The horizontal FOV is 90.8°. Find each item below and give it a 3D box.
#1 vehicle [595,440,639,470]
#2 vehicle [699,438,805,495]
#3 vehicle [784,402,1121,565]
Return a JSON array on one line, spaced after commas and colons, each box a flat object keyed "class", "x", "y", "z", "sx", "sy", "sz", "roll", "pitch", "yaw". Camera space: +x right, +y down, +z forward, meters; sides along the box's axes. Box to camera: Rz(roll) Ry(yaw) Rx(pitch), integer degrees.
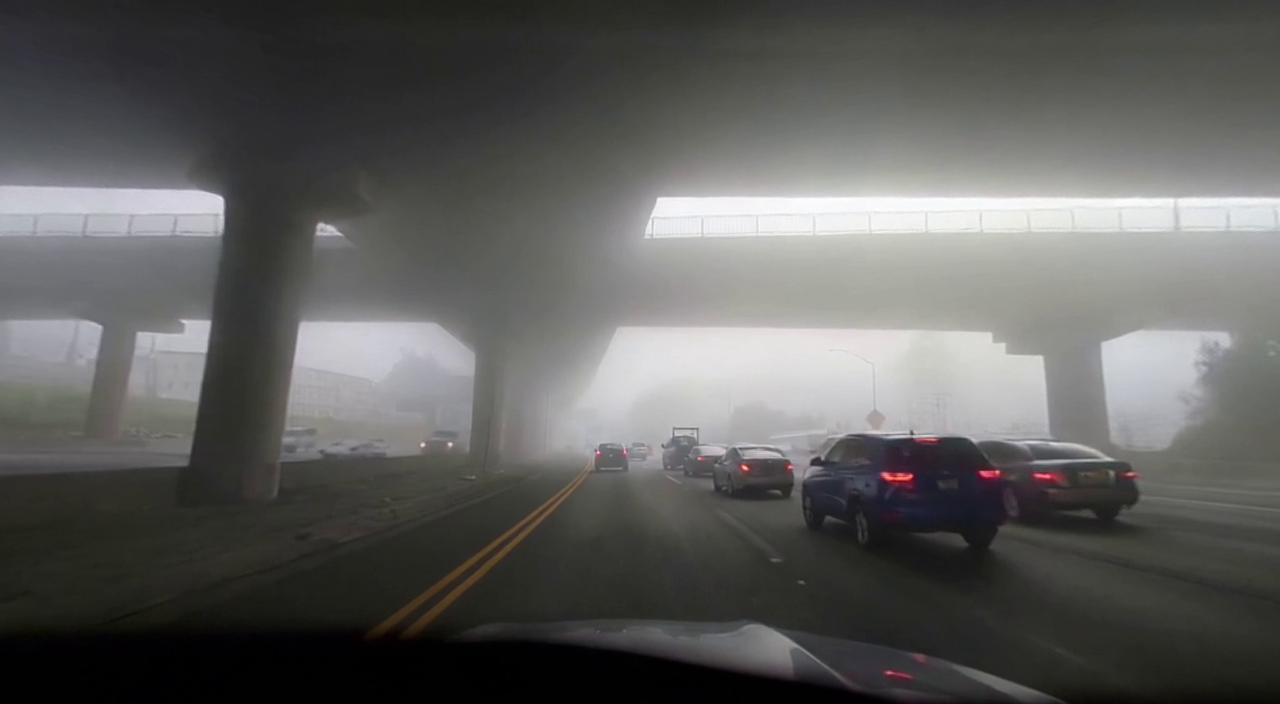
[{"class": "vehicle", "x": -1.268, "y": 5.612, "z": 34.715, "sx": 2.266, "sy": 1.549, "sz": 3.978, "roll": 0, "pitch": -8, "yaw": -2}, {"class": "vehicle", "x": 3.129, "y": 3.315, "z": 18.724, "sx": 2.074, "sy": 1.455, "sz": 4.646, "roll": 0, "pitch": -8, "yaw": -3}, {"class": "vehicle", "x": 3.976, "y": 1.782, "z": 9.414, "sx": 2.276, "sy": 1.739, "sz": 5.040, "roll": 0, "pitch": -8, "yaw": -2}]
